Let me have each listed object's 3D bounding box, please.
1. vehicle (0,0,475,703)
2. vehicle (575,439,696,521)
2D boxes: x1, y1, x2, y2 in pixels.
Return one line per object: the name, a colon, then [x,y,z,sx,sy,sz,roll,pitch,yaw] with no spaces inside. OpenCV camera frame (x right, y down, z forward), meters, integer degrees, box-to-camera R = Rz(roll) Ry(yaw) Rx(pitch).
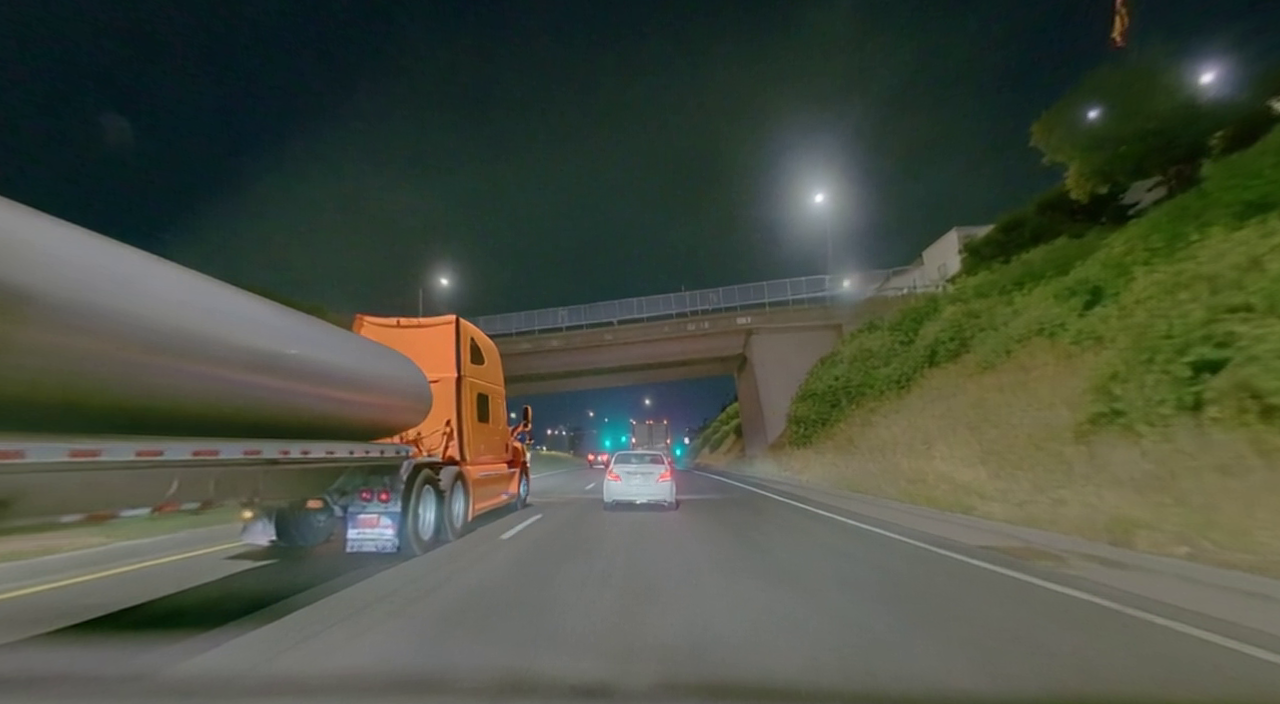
vehicle: [-4.275,0.077,2.768,2.896,3.563,14.643,0,-9,1]
vehicle: [-0.091,2.691,13.798,2.215,1.481,4.246,0,-9,0]
